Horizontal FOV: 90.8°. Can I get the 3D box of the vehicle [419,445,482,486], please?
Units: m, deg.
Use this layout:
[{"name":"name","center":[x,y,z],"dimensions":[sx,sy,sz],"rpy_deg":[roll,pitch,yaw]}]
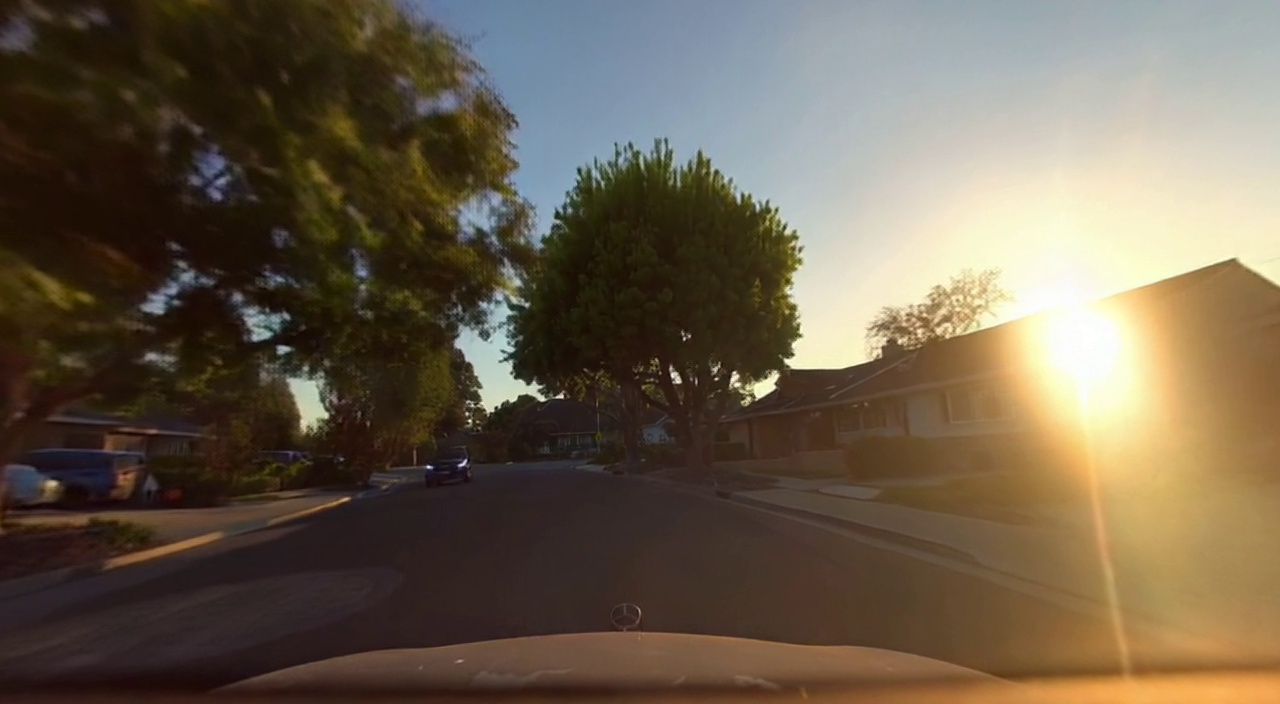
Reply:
[{"name":"vehicle","center":[-8.939,5.354,30.169],"dimensions":[2.217,1.751,4.763],"rpy_deg":[1,-9,-9]}]
